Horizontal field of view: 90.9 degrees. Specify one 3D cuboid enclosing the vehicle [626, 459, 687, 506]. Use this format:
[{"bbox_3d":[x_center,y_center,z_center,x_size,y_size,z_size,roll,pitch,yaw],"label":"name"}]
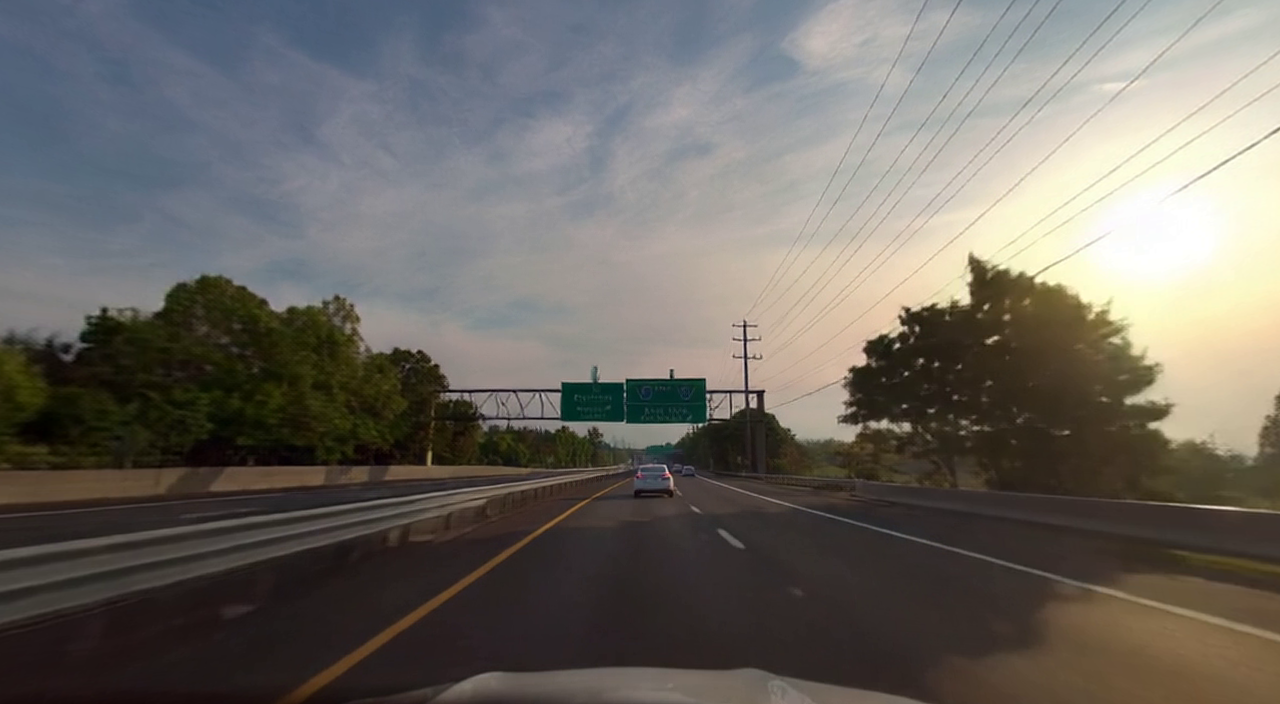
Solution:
[{"bbox_3d":[0.535,4.622,22.530,1.987,1.480,3.786,1,-10,0],"label":"vehicle"}]
